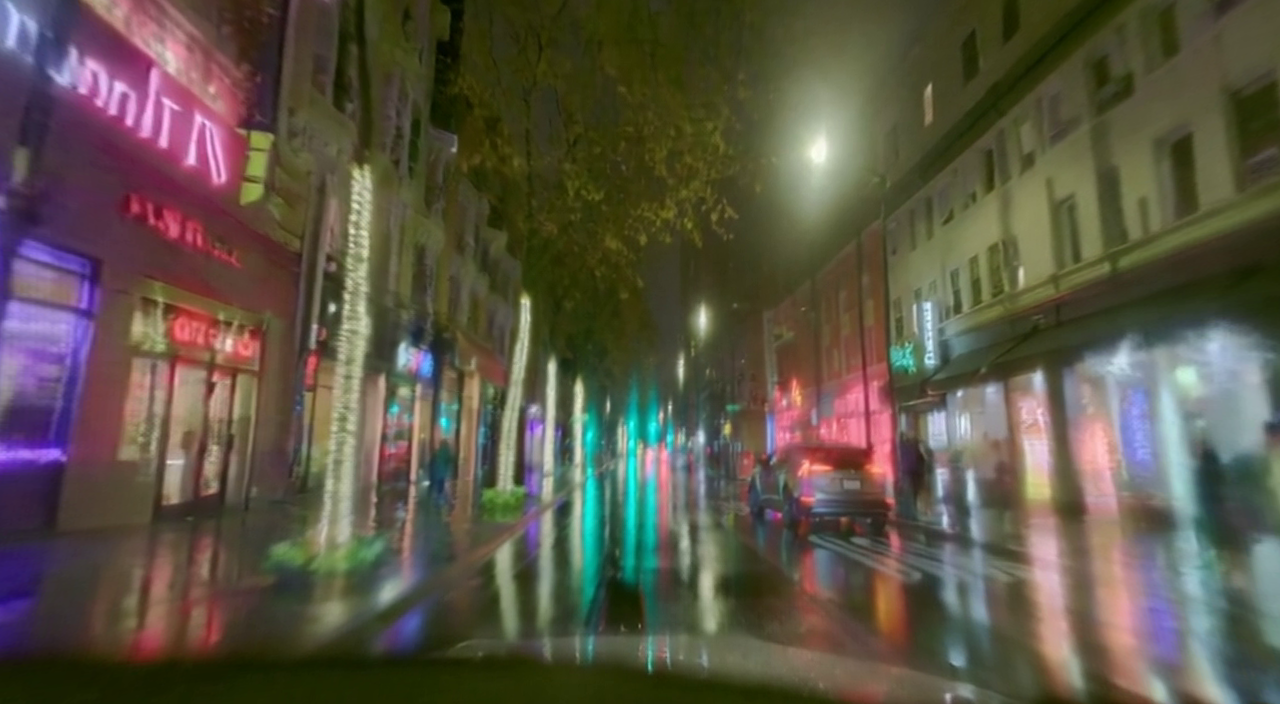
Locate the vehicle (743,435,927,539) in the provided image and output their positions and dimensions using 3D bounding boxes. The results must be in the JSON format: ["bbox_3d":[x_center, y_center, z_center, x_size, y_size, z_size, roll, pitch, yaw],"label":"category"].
[{"bbox_3d":[3.341,2.393,11.869,1.971,1.559,4.326,0,-9,-1],"label":"vehicle"}]
